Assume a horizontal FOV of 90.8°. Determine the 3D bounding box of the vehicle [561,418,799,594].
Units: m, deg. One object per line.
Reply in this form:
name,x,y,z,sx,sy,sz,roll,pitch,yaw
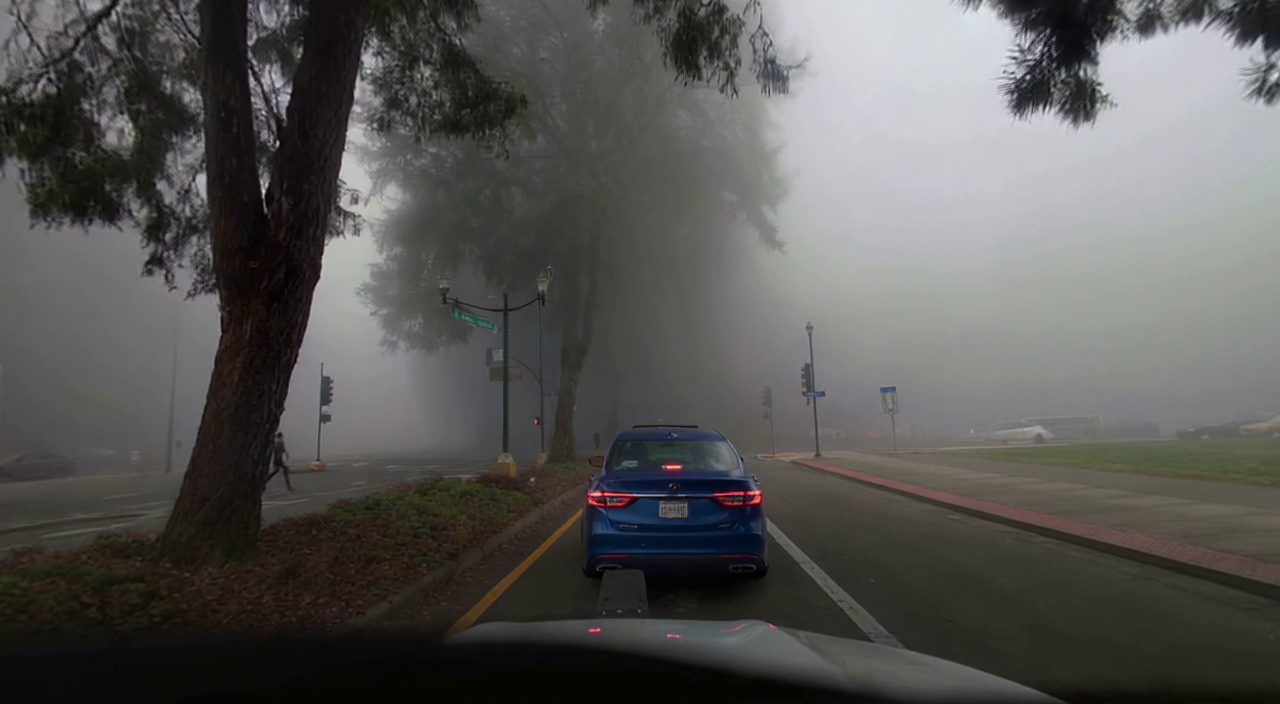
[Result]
vehicle,0.381,1.611,7.406,2.035,1.499,3.799,0,-8,1
